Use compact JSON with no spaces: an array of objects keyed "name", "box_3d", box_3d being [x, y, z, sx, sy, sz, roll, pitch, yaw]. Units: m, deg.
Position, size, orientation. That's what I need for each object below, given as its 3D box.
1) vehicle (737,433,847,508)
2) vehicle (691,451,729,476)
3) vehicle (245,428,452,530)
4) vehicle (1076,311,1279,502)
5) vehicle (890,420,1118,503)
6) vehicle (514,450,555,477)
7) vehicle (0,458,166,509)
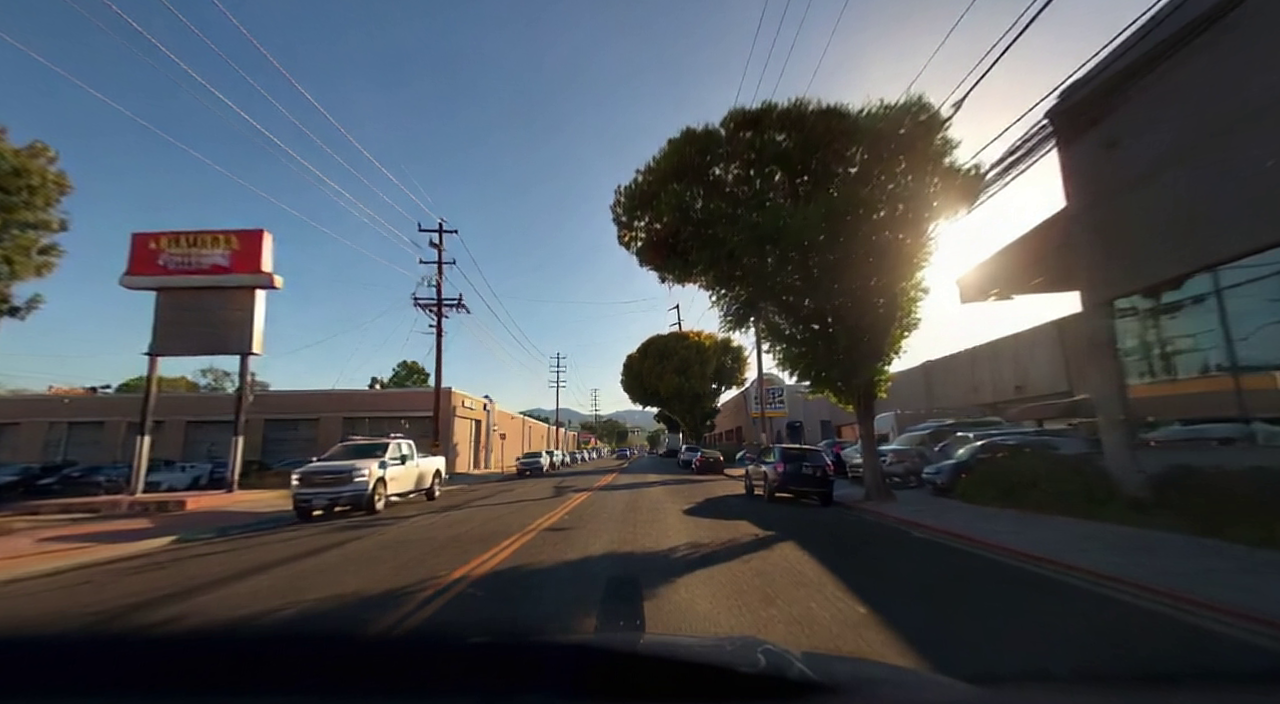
[{"name":"vehicle","box_3d":[4.284,3.425,18.680,2.087,1.892,4.579,0,-9,0]},{"name":"vehicle","box_3d":[4.501,7.212,41.066,1.919,1.453,4.425,0,-9,0]},{"name":"vehicle","box_3d":[-7.578,3.352,17.646,2.692,2.152,6.686,-2,-8,-1]},{"name":"vehicle","box_3d":[15.838,1.271,13.943,10.102,3.776,2.913,0,-9,-1]},{"name":"vehicle","box_3d":[9.745,2.955,17.257,4.825,1.878,2.050,-3,-9,0]},{"name":"vehicle","box_3d":[-7.524,8.009,45.517,2.194,1.775,4.482,0,-9,-1]},{"name":"vehicle","box_3d":[-19.543,4.534,22.285,1.935,1.491,4.932,0,-9,-2]}]
